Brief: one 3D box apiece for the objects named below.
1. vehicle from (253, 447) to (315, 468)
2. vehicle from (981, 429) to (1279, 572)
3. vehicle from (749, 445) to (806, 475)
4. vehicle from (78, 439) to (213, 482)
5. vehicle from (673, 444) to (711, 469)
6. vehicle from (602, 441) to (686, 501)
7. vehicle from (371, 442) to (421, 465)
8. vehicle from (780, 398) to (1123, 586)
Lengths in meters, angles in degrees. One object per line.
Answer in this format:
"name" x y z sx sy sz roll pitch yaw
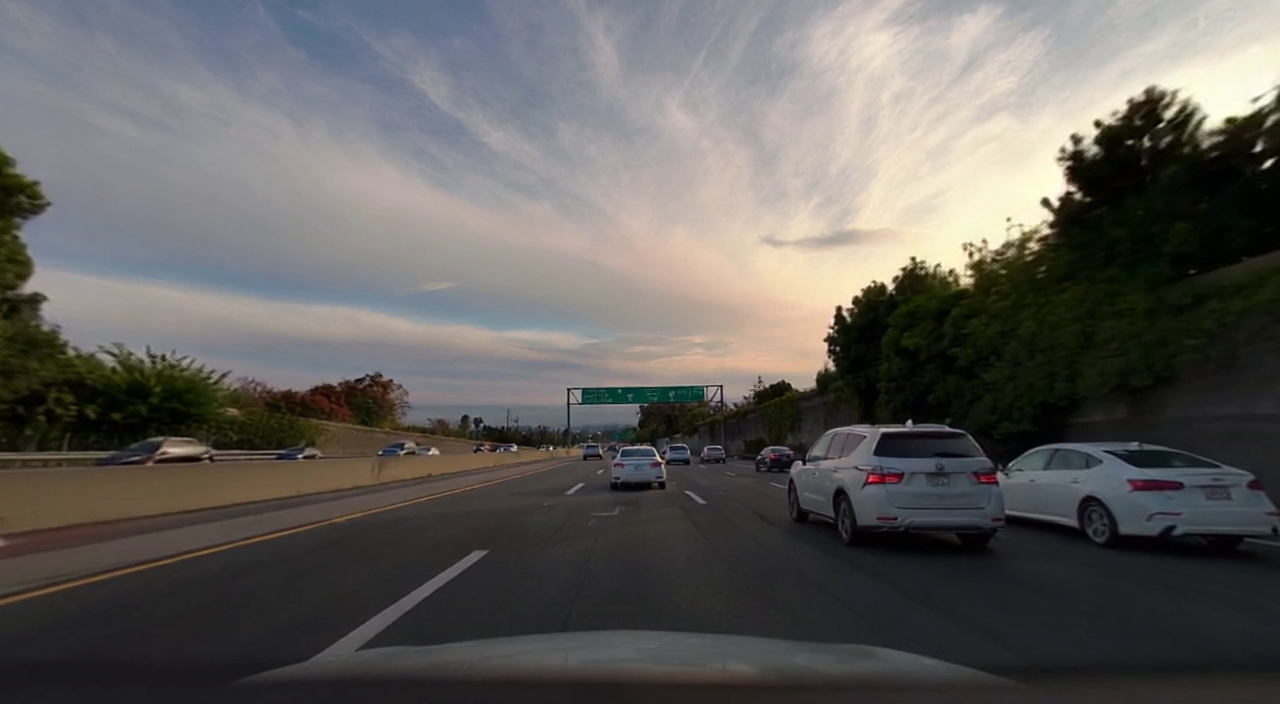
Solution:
"vehicle" -26.166 7.747 46.590 1.857 1.452 4.788 0 -9 -1
"vehicle" 6.972 1.888 8.870 1.872 1.469 4.414 0 -9 0
"vehicle" 6.957 5.496 32.356 1.839 1.441 4.241 0 -9 -2
"vehicle" -21.068 4.625 27.224 2.155 1.701 4.530 0 -9 -1
"vehicle" 3.287 6.700 40.712 1.998 1.490 4.296 0 -9 -2
"vehicle" 0.071 3.265 17.772 2.098 1.475 3.997 0 -9 -1
"vehicle" -18.539 7.720 48.236 1.994 1.658 4.646 0 -9 -1
"vehicle" 3.545 1.710 8.536 2.162 1.800 4.693 0 -9 -1
